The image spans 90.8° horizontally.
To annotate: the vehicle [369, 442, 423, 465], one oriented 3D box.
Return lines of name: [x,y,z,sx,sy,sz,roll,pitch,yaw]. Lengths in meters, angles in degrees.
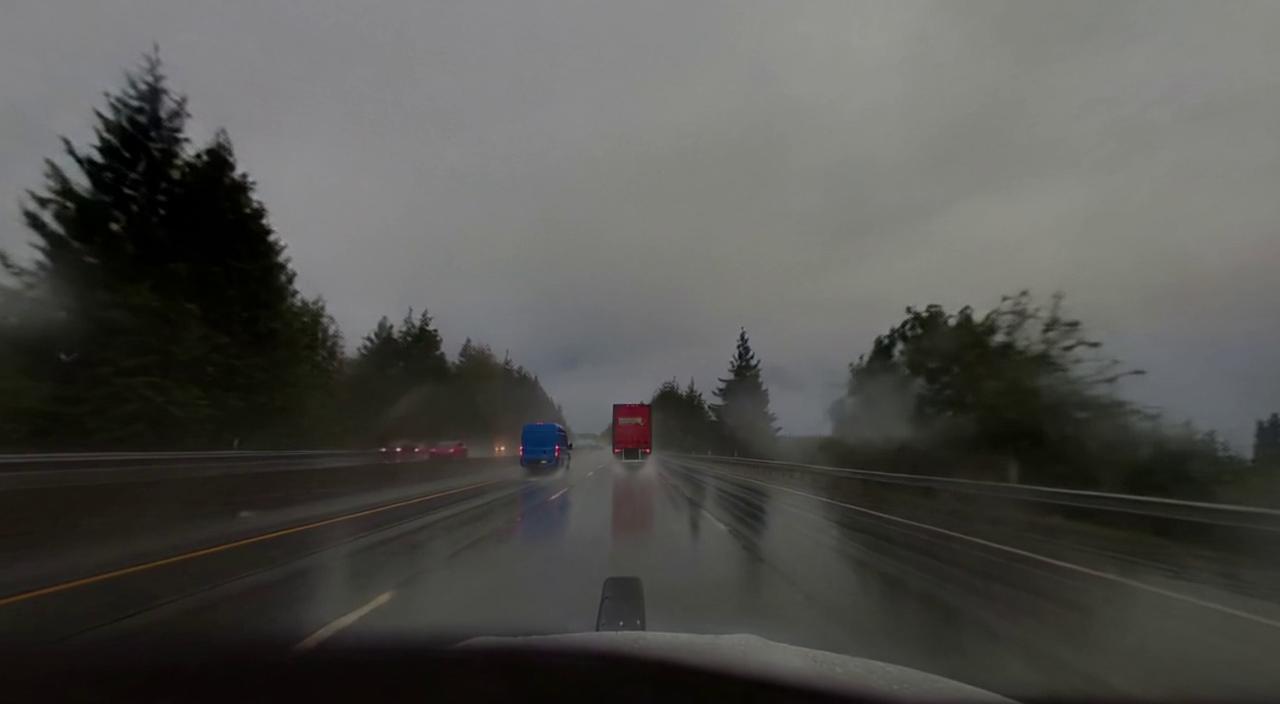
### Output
vehicle: [-17.230,7.188,44.788,1.977,1.519,4.809,0,-9,-1]

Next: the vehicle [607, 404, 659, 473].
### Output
vehicle: [-0.542,5.864,42.111,2.995,4.036,10.311,0,-9,-2]

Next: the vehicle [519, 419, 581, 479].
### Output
vehicle: [-4.550,5.070,32.959,2.357,2.786,6.144,0,-9,-1]

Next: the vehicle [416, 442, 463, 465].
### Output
vehicle: [-13.671,6.942,43.158,1.867,1.486,4.002,0,-9,0]
